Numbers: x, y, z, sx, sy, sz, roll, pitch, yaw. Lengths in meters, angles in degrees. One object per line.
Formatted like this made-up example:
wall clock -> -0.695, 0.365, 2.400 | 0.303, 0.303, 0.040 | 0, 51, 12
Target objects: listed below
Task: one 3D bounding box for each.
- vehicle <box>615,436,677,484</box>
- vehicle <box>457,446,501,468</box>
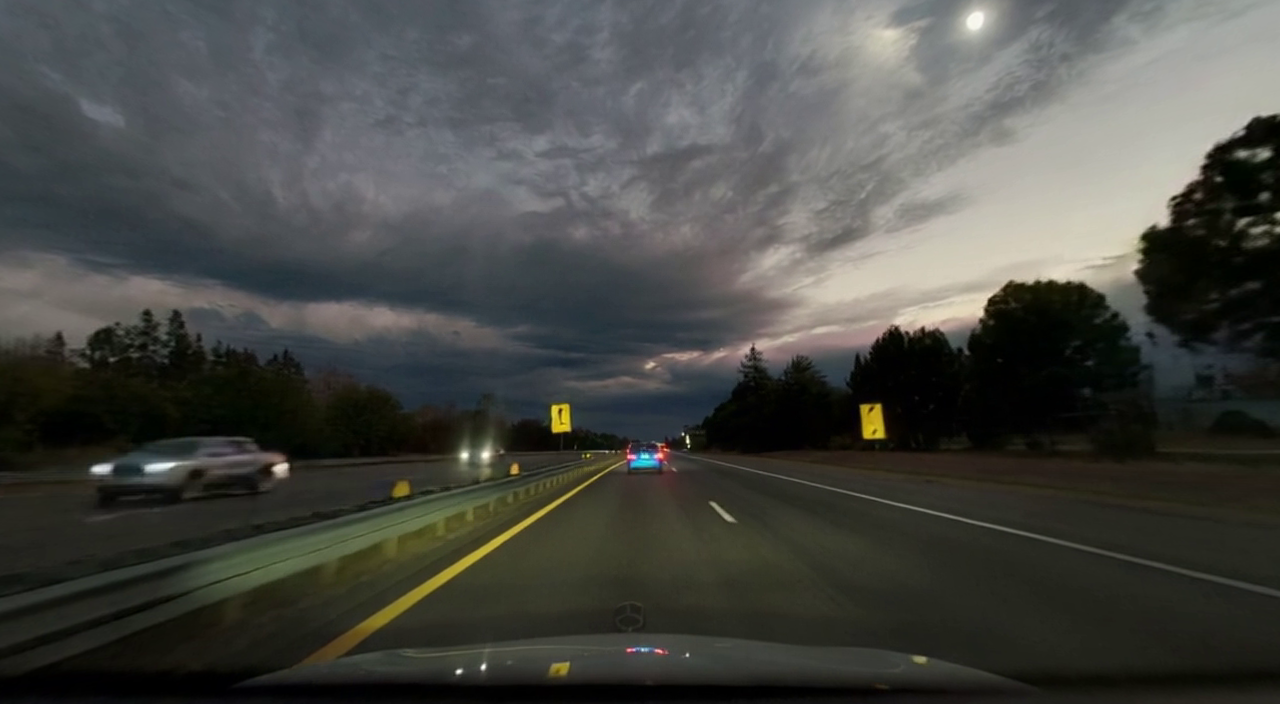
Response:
vehicle -> 0.221, 4.167, 24.484 | 2.190, 1.706, 4.062 | 0, -9, 0
vehicle -> -11.440, 7.460, 44.955 | 1.847, 1.486, 4.383 | 0, -9, 2
